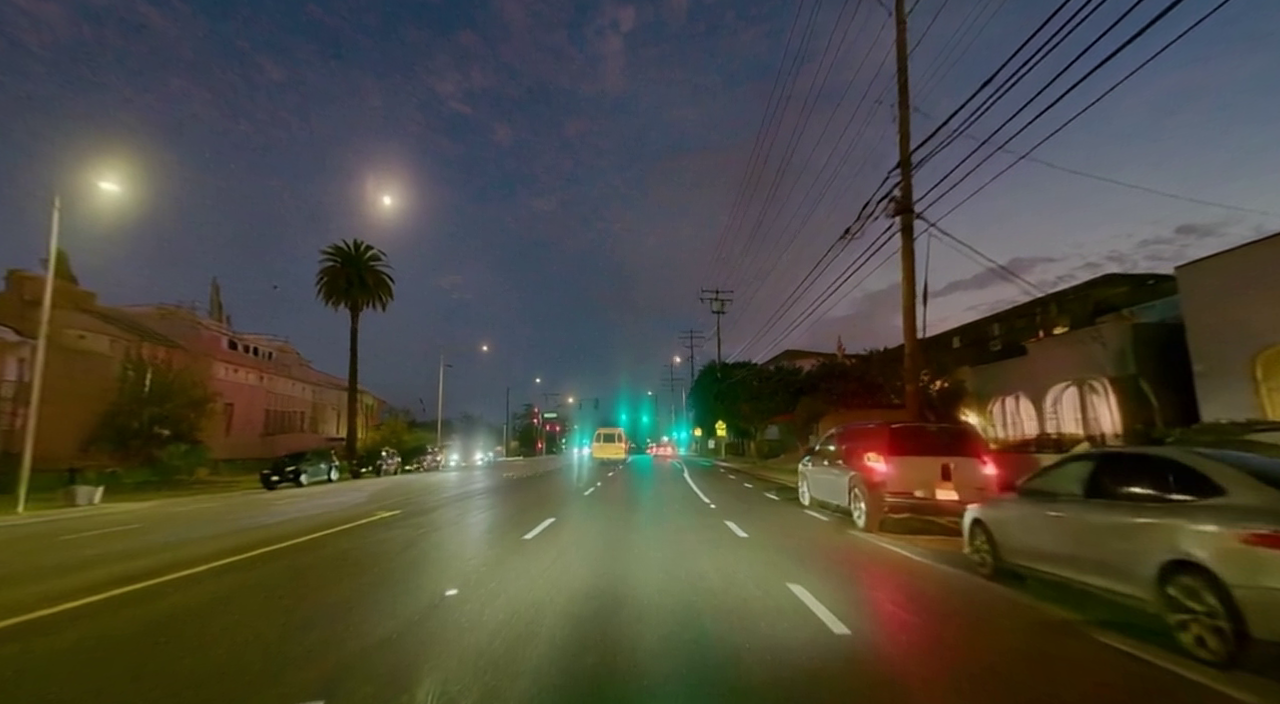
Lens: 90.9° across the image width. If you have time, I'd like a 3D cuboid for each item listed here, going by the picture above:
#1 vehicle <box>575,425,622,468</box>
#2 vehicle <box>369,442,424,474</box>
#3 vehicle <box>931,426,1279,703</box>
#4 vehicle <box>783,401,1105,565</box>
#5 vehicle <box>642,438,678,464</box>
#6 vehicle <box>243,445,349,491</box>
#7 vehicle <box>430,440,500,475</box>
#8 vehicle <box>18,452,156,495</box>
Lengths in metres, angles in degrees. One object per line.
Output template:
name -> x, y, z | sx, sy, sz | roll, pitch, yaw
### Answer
vehicle -> -2.084, 4.909, 32.792 | 2.168, 2.040, 4.527 | 0, -8, 0
vehicle -> -15.379, 6.690, 40.039 | 1.888, 1.766, 4.127 | -5, -8, -1
vehicle -> 4.138, 1.298, 4.469 | 1.838, 1.458, 4.750 | 0, -8, -1
vehicle -> 4.039, 1.859, 9.812 | 2.259, 1.825, 5.285 | 0, -8, -1
vehicle -> 1.206, 6.025, 38.573 | 2.063, 1.495, 3.849 | 0, -8, 1
vehicle -> -15.373, 5.153, 28.513 | 1.993, 1.639, 5.065 | -7, -8, -1
vehicle -> -8.530, 5.154, 31.165 | 2.096, 1.552, 4.714 | 0, -8, 0
vehicle -> -20.651, 4.527, 23.633 | 3.558, 1.480, 1.670 | 0, -8, 0
